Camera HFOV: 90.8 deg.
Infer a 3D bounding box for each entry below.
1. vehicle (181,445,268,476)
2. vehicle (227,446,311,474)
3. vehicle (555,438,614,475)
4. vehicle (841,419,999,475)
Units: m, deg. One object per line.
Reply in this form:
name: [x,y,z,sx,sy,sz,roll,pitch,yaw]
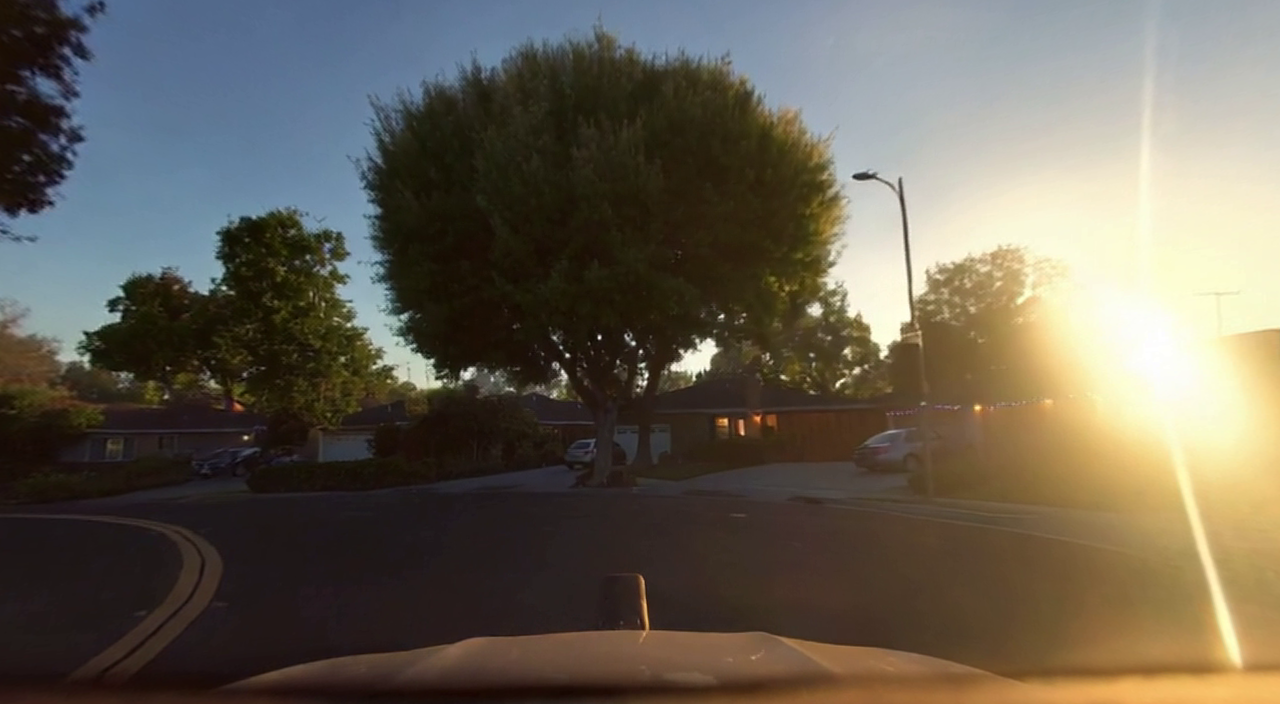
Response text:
vehicle: [-23.626,6.160,36.158,2.042,1.633,4.132,0,-9,2]
vehicle: [-20.974,6.093,35.946,1.933,1.477,4.361,-1,-9,4]
vehicle: [-2.445,4.727,28.955,1.819,1.442,4.329,-1,-6,7]
vehicle: [9.387,3.122,21.141,4.799,1.451,2.144,0,-8,-27]
